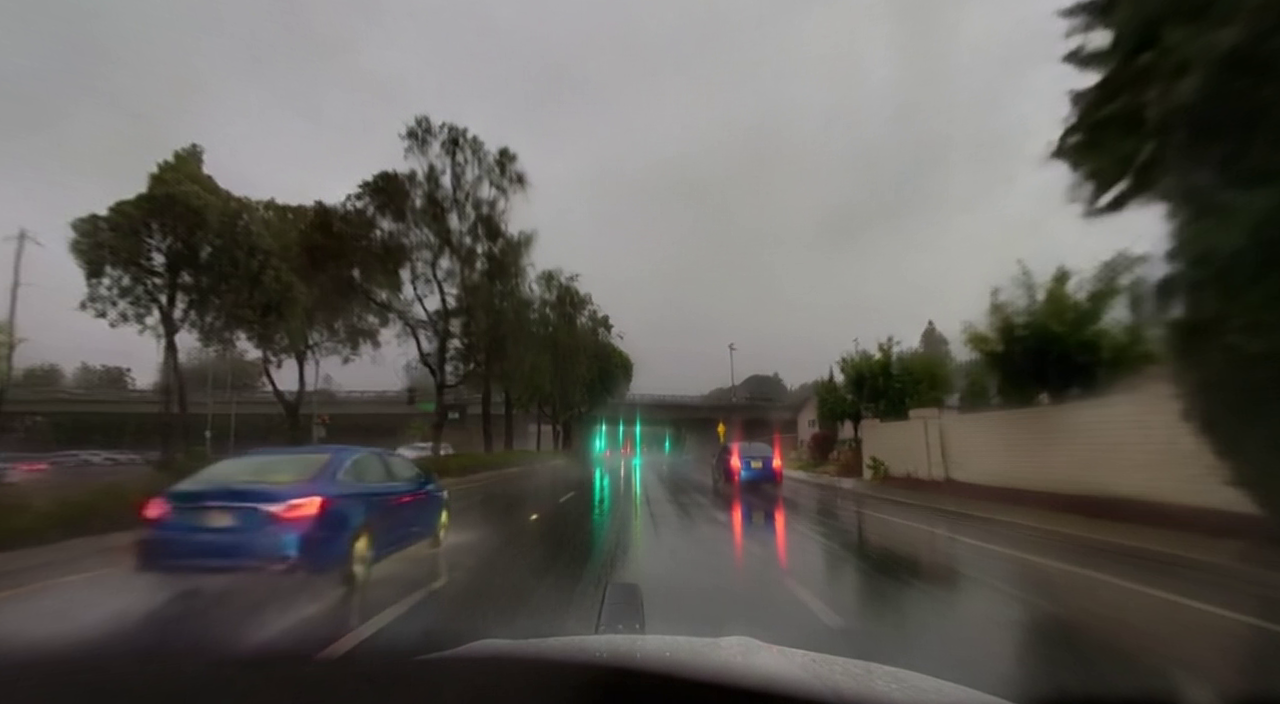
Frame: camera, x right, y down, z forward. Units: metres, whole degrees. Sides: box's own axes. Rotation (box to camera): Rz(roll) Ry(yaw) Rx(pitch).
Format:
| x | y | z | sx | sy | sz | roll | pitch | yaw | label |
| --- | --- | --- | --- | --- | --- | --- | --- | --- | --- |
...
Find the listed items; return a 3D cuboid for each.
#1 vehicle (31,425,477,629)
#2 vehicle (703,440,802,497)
| x | y | z | sx | sy | sz | roll | pitch | yaw | label |
| --- | --- | --- | --- | --- | --- | --- | --- | --- | --- |
| -3.423 | 1.613 | 6.919 | 2.060 | 1.484 | 4.417 | 0 | -8 | 1 | vehicle |
| 3.227 | 3.426 | 19.067 | 2.068 | 1.497 | 4.247 | 0 | -8 | -2 | vehicle |
